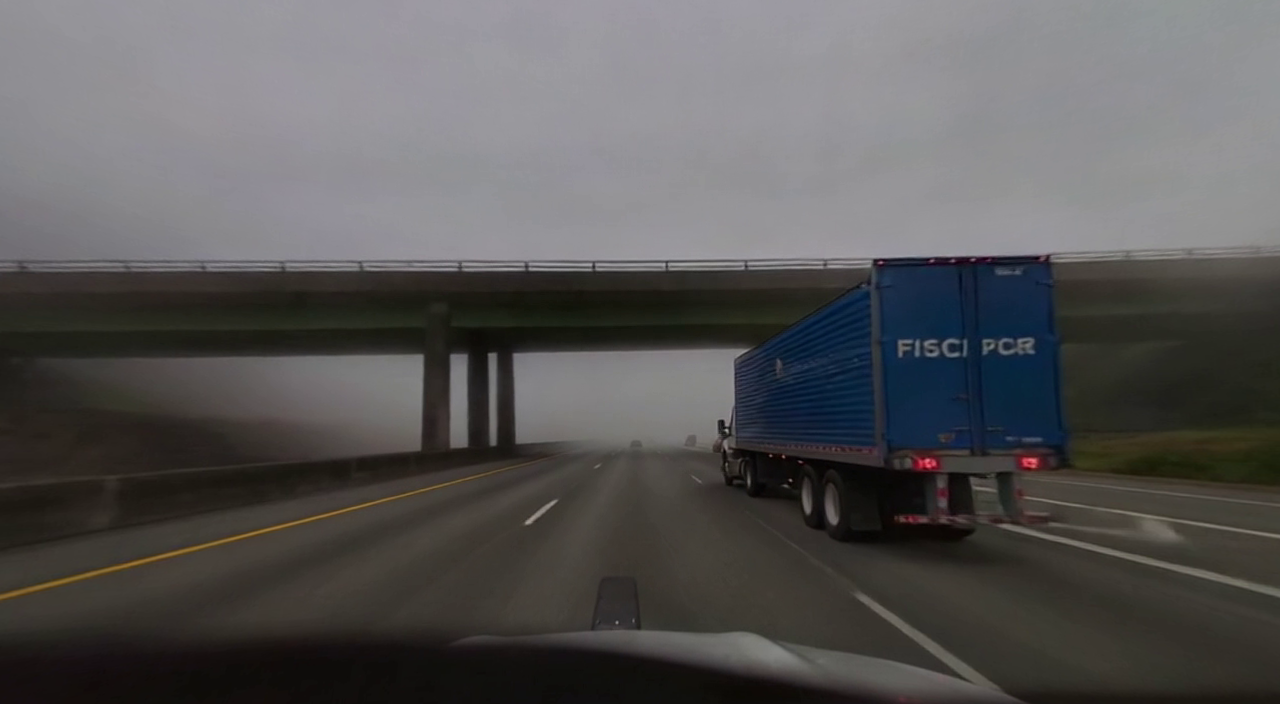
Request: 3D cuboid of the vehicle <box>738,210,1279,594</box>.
[{"bbox_3d":[4.088,1.100,11.055,2.849,3.391,11.018,0,-8,-1],"label":"vehicle"}]
